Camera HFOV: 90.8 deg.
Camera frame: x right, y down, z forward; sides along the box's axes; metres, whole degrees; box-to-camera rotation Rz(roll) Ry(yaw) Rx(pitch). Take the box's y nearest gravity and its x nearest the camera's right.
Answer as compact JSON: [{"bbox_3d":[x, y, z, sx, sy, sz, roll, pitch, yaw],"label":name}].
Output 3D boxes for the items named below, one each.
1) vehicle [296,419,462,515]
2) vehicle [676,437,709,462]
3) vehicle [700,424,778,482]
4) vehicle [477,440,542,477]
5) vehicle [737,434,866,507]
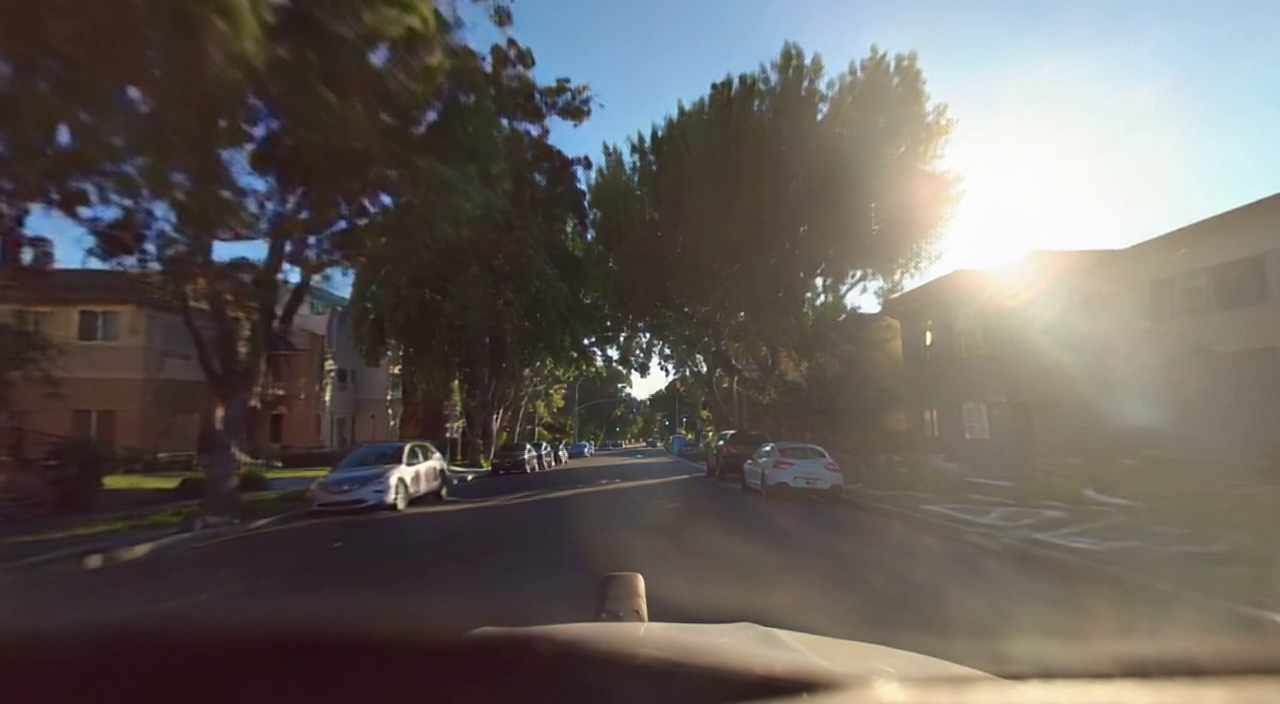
[{"bbox_3d":[-5.909,2.693,15.026,2.106,1.760,4.573,-4,-9,-2],"label":"vehicle"},{"bbox_3d":[3.787,7.145,46.516,1.952,1.738,4.518,0,-9,-1],"label":"vehicle"},{"bbox_3d":[3.629,3.829,24.212,2.158,1.977,4.750,0,-9,-1],"label":"vehicle"},{"bbox_3d":[-5.758,4.752,28.427,1.998,1.485,4.476,0,-8,-1],"label":"vehicle"},{"bbox_3d":[3.736,2.820,15.479,1.968,1.505,4.368,0,-9,0],"label":"vehicle"}]
